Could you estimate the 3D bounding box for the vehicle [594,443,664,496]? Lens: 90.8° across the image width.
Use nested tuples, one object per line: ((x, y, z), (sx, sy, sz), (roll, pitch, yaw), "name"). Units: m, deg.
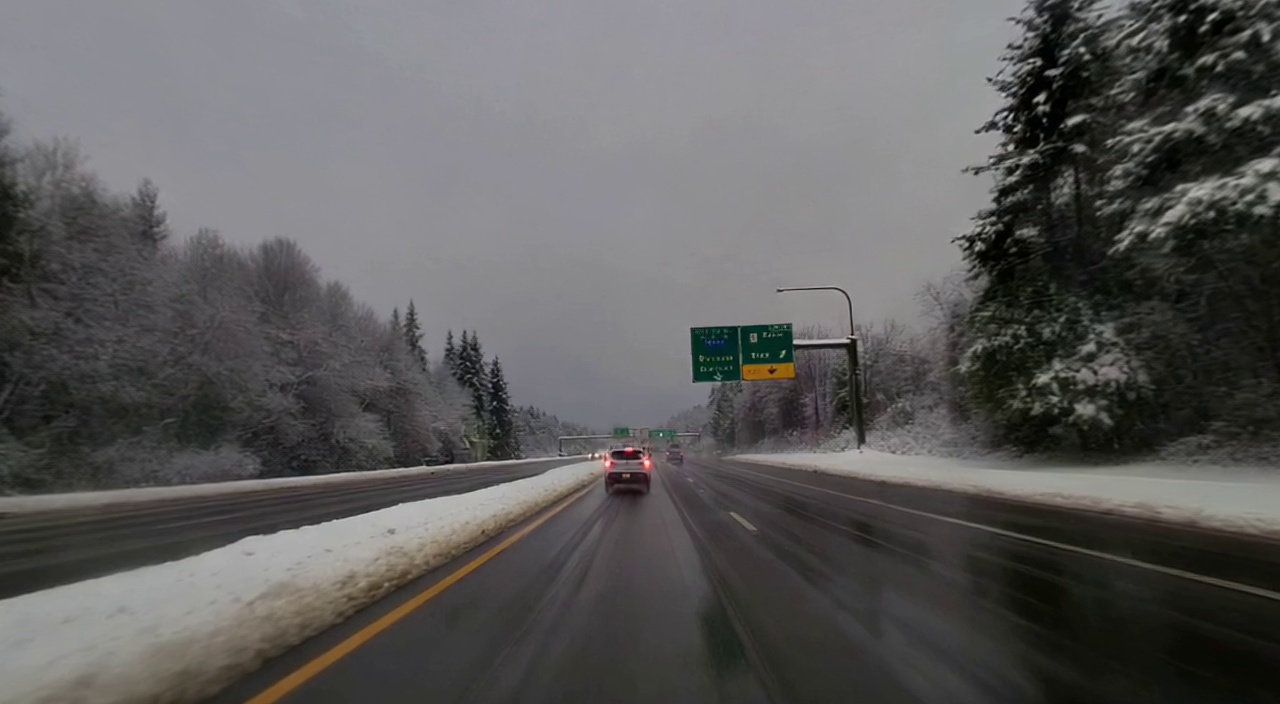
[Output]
((-0.293, 3.657, 19.991), (2.003, 1.490, 3.636), (0, -9, 1), "vehicle")
